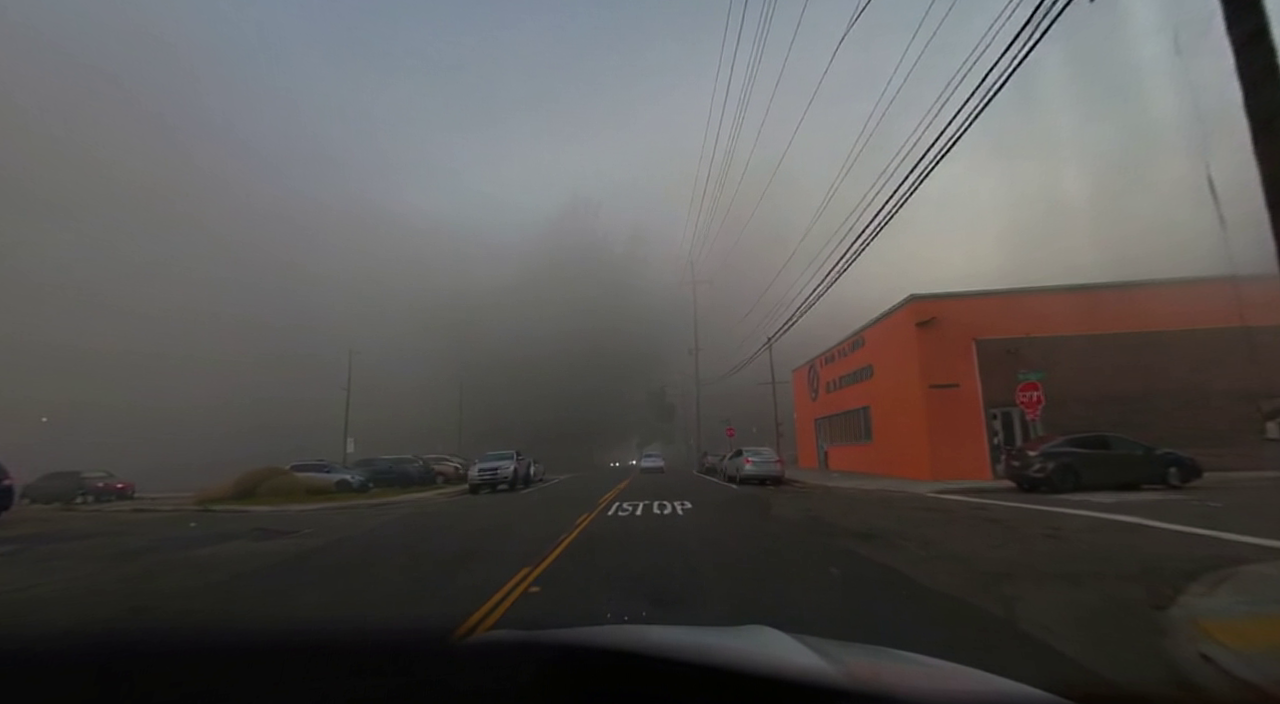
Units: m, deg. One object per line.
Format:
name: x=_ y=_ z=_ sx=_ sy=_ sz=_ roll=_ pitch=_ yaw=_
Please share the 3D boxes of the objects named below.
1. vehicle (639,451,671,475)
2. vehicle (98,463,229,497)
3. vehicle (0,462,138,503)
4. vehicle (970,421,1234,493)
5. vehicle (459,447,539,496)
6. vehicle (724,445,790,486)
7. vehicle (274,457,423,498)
vehicle: x=0.925 y=7.444 z=42.348 sx=2.033 sy=1.464 sz=4.645 roll=0 pitch=-8 yaw=0
vehicle: x=-22.869 y=6.136 z=30.374 sx=4.660 sy=1.488 sz=1.930 roll=0 pitch=-8 yaw=-2
vehicle: x=-22.792 y=5.120 z=24.836 sx=4.394 sy=1.444 sz=1.850 roll=0 pitch=-8 yaw=-1
vehicle: x=11.589 y=2.652 z=16.073 sx=5.255 sy=1.688 sz=1.994 roll=1 pitch=-9 yaw=-4
vehicle: x=-5.575 y=4.779 z=25.731 sx=2.146 sy=1.775 sz=5.117 roll=0 pitch=-8 yaw=-1
vehicle: x=4.476 y=4.408 z=24.837 sx=1.840 sy=1.452 sz=4.517 roll=0 pitch=-8 yaw=2
vehicle: x=-11.522 y=4.979 z=25.193 sx=4.968 sy=1.493 sz=1.961 roll=0 pitch=-8 yaw=-2
